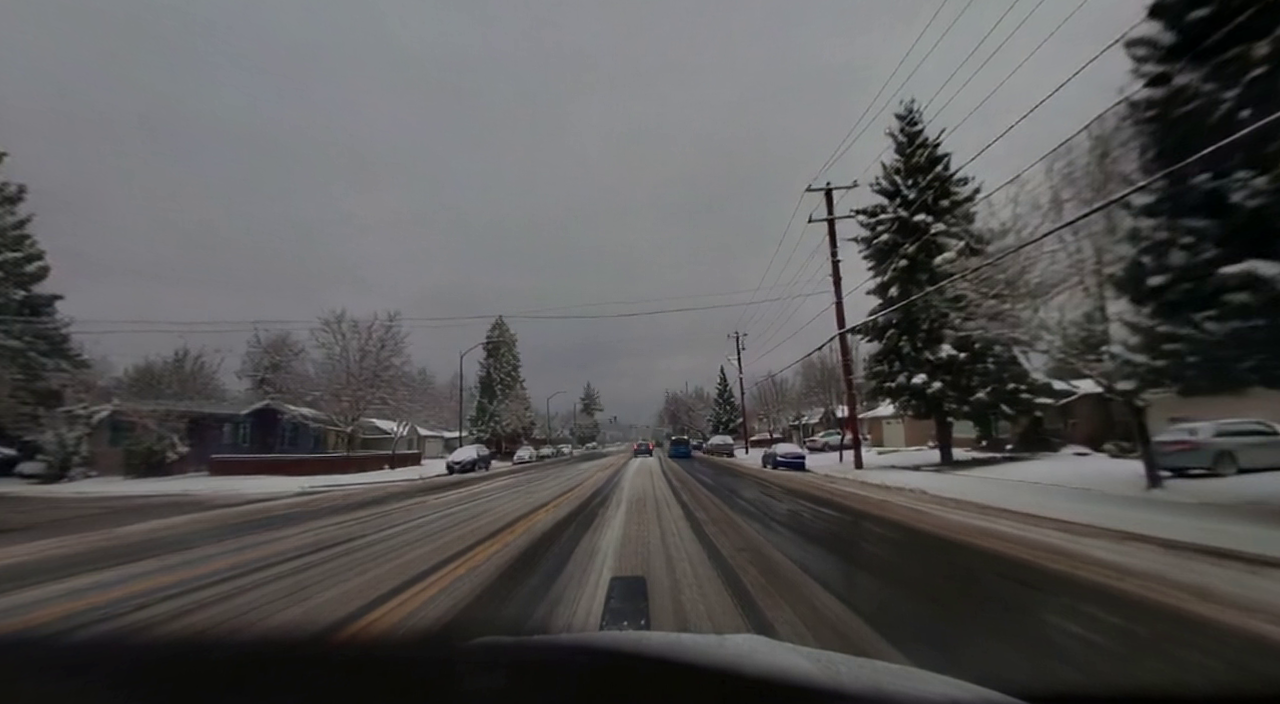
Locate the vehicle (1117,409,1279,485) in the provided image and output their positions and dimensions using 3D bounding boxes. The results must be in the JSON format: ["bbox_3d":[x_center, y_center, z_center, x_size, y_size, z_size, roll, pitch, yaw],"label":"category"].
[{"bbox_3d":[14.371,2.245,14.939,4.479,1.671,1.913,0,-8,1],"label":"vehicle"}]

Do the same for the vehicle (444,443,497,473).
[{"bbox_3d":[-10.118,6.362,38.042,1.965,1.675,4.577,0,-8,0],"label":"vehicle"}]

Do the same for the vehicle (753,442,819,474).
[{"bbox_3d":[7.006,5.148,30.846,2.070,1.428,4.636,0,-8,-1],"label":"vehicle"}]

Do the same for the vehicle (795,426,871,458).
[{"bbox_3d":[13.334,6.241,43.800,4.496,1.773,1.972,-5,-7,0],"label":"vehicle"}]
